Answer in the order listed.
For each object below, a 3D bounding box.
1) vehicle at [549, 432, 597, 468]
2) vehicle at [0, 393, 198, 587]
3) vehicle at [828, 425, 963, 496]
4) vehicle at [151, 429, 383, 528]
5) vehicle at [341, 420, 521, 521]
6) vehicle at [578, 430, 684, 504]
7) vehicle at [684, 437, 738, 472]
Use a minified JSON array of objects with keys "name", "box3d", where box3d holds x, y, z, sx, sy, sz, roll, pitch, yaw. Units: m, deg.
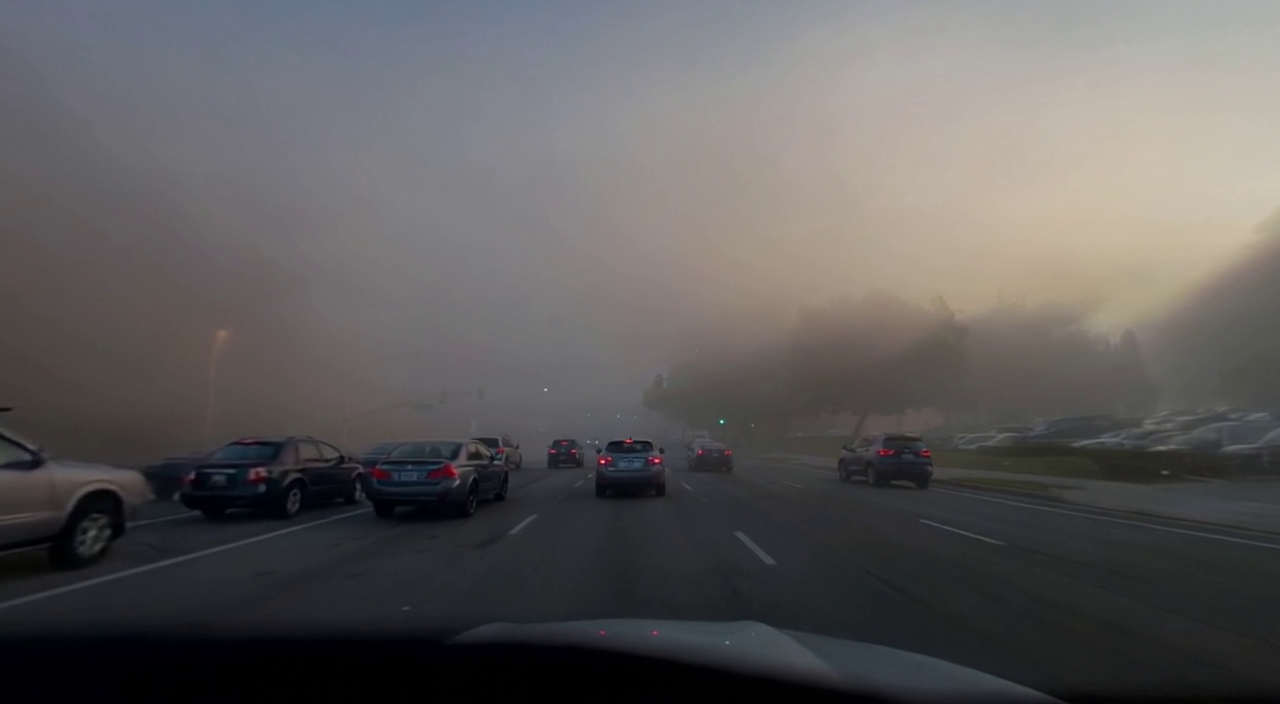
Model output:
[{"name":"vehicle","box3d":[-3.595,5.383,34.905,2.154,1.801,5.015,0,-9,-1]},{"name":"vehicle","box3d":[-6.725,1.200,5.334,1.864,1.737,5.689,0,-9,0]},{"name":"vehicle","box3d":[6.753,2.908,17.258,1.889,1.681,4.120,0,-9,0]},{"name":"vehicle","box3d":[-6.731,2.312,12.120,1.835,1.516,4.423,0,-9,-2]},{"name":"vehicle","box3d":[-3.810,2.255,12.477,2.009,1.619,4.376,0,-9,0]},{"name":"vehicle","box3d":[-0.215,2.693,15.149,2.161,1.501,4.184,0,-9,-1]},{"name":"vehicle","box3d":[3.201,4.761,29.461,1.905,1.473,4.183,0,-9,-2]}]
